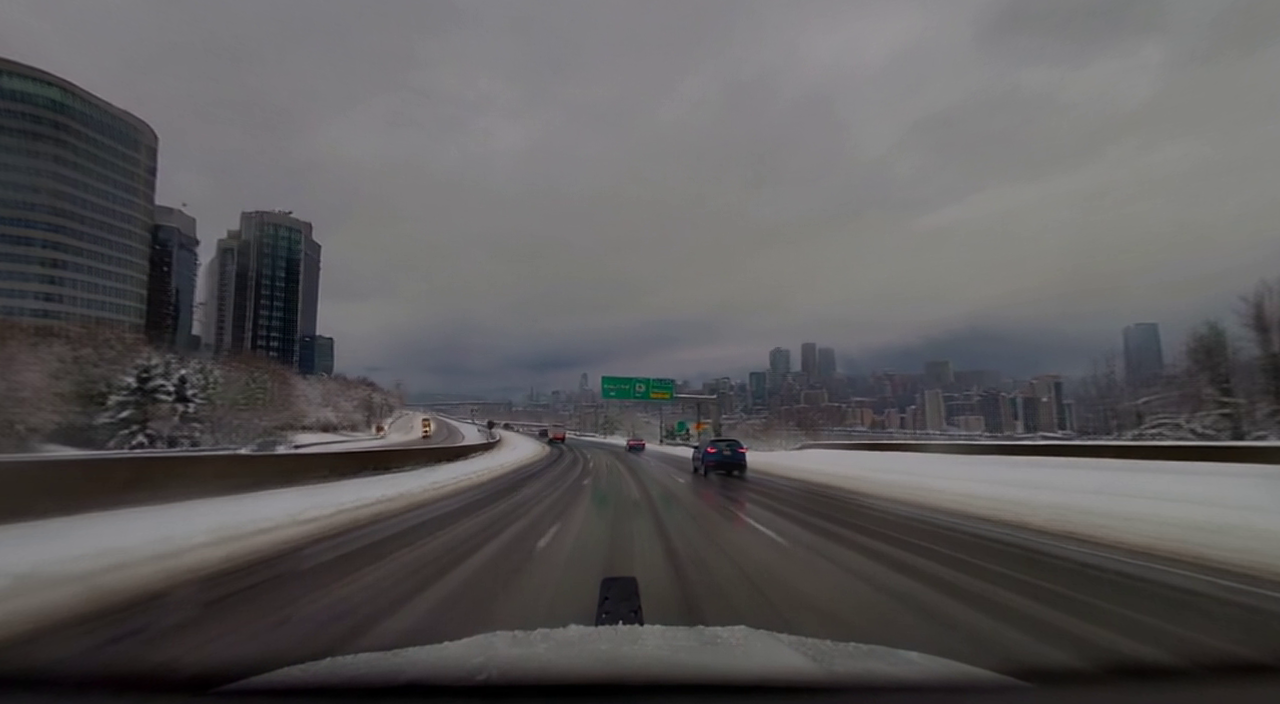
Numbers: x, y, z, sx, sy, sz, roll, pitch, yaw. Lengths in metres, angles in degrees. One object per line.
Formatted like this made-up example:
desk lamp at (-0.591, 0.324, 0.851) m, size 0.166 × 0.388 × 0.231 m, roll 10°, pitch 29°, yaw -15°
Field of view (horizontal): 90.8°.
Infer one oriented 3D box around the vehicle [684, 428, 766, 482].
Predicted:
vehicle at (3.004, 3.785, 23.436) m, size 2.110 × 1.780 × 4.682 m, roll 0°, pitch -8°, yaw -3°

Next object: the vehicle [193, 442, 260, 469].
vehicle at (-26.854, 6.694, 41.191) m, size 1.822 × 1.634 × 4.060 m, roll 0°, pitch -8°, yaw -5°
